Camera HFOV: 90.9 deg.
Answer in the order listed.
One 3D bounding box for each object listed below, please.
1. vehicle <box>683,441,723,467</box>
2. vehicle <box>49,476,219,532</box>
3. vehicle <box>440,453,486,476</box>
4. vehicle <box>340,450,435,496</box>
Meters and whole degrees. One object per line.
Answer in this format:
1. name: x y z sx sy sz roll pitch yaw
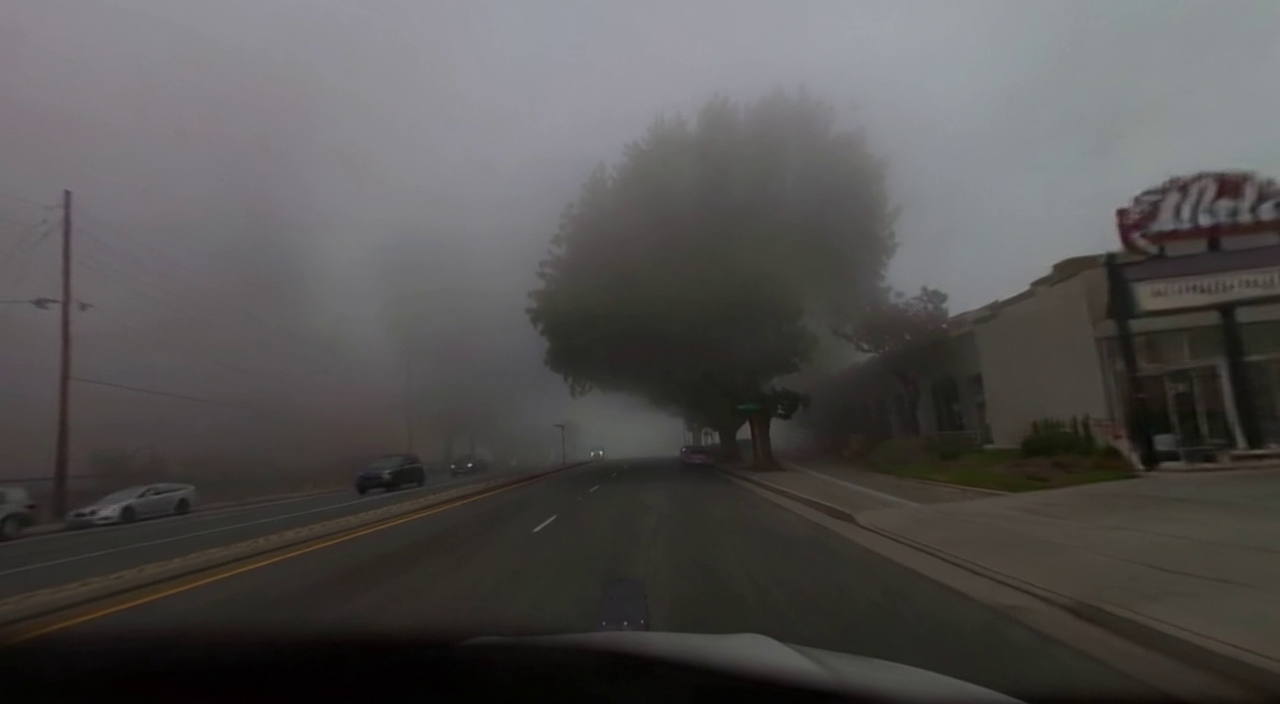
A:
1. vehicle: 3.842 6.320 39.263 2.041 1.523 4.281 0 -9 0
2. vehicle: -17.753 5.333 22.520 1.902 1.484 4.908 -1 -9 2
3. vehicle: -13.384 8.525 47.874 1.915 1.505 4.726 -3 -9 3
4. vehicle: -10.992 5.262 27.872 2.079 1.812 4.757 0 -9 2
